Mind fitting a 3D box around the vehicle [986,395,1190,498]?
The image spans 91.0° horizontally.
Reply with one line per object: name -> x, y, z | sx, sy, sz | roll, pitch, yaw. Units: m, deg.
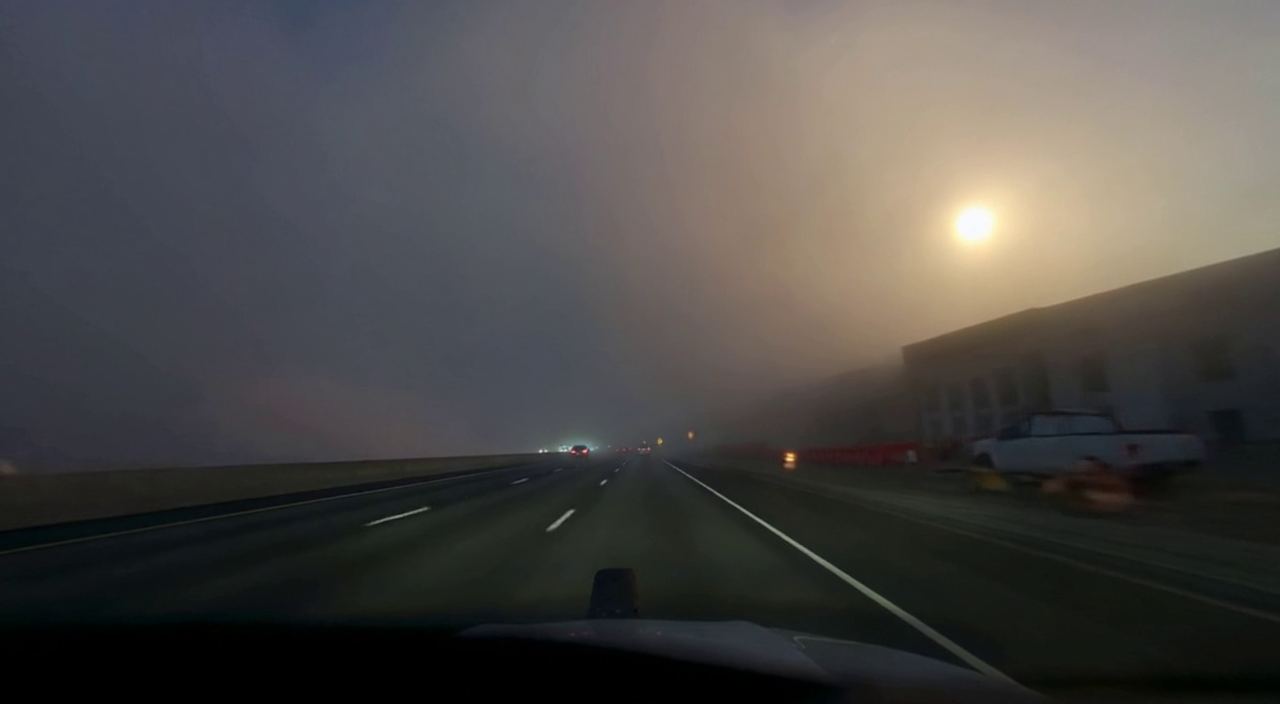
vehicle -> 14.121, 3.083, 20.462 | 2.763, 2.805, 4.926 | -2, -9, 0
